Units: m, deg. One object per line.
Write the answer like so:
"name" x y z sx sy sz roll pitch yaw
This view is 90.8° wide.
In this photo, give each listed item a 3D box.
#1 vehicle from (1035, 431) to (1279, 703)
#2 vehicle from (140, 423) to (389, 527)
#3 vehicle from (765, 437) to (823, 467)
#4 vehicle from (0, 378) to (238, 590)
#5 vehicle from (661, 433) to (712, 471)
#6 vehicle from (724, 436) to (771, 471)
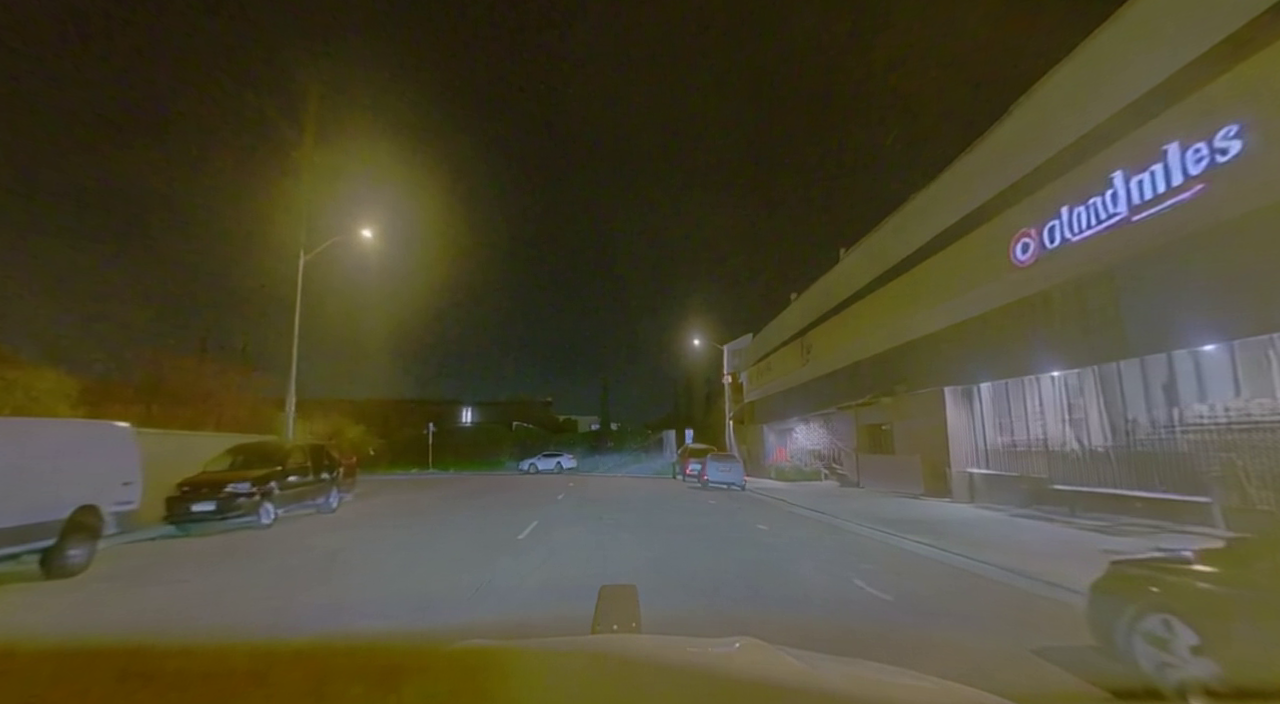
"vehicle" 3.852 1.015 1.991 2.050 1.475 4.613 2 -8 -4
"vehicle" -7.234 2.414 13.055 2.173 1.685 5.139 0 -9 -3
"vehicle" 8.864 5.799 36.775 1.980 1.606 4.097 1 -9 -5
"vehicle" -7.119 1.359 6.476 2.504 1.919 5.658 -2 -8 -3
"vehicle" 2.439 5.449 34.697 2.158 1.900 5.376 0 -8 -2
"vehicle" 6.116 5.844 36.202 1.911 1.685 3.764 3 -12 -1
